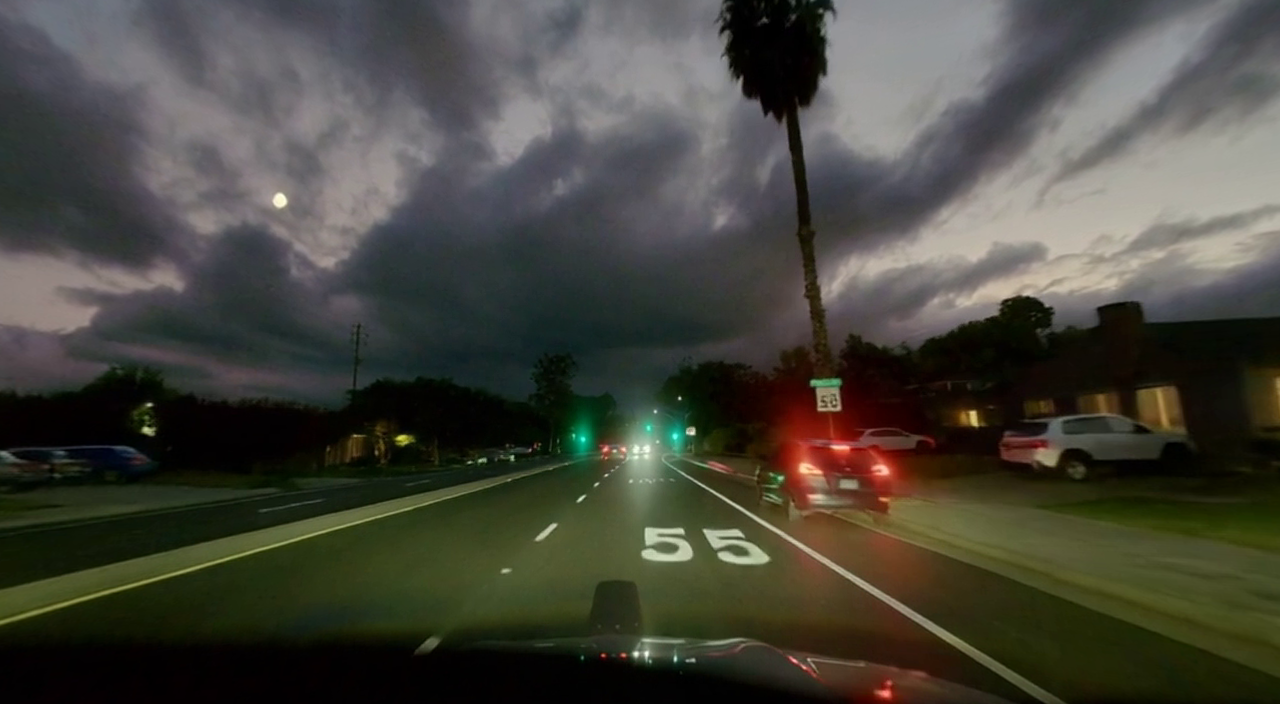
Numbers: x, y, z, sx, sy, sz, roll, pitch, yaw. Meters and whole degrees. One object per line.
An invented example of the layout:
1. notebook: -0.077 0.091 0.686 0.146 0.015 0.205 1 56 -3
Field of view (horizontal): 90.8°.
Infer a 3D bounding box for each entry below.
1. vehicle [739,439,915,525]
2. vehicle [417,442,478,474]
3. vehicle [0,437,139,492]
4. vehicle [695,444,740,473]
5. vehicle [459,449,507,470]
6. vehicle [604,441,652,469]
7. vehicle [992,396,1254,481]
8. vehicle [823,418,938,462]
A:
1. vehicle: 3.622 2.617 13.390 2.025 1.456 4.865 1 -9 -3
2. vehicle: -12.692 7.036 41.950 2.131 1.902 4.924 -3 -9 5
3. vehicle: -21.667 4.174 23.631 4.072 1.928 1.992 0 -9 2
4. vehicle: 4.081 5.696 33.938 2.037 1.425 4.621 0 -9 3
5. vehicle: -11.907 8.176 48.260 1.866 1.501 4.681 -1 -9 8
6. vehicle: -0.588 5.810 35.769 2.035 1.474 4.284 -1 -9 8
7. vehicle: 11.918 2.215 15.952 4.710 1.731 1.972 -4 -10 6
8. vehicle: 13.424 4.978 35.385 5.550 2.066 2.288 -8 -11 29
